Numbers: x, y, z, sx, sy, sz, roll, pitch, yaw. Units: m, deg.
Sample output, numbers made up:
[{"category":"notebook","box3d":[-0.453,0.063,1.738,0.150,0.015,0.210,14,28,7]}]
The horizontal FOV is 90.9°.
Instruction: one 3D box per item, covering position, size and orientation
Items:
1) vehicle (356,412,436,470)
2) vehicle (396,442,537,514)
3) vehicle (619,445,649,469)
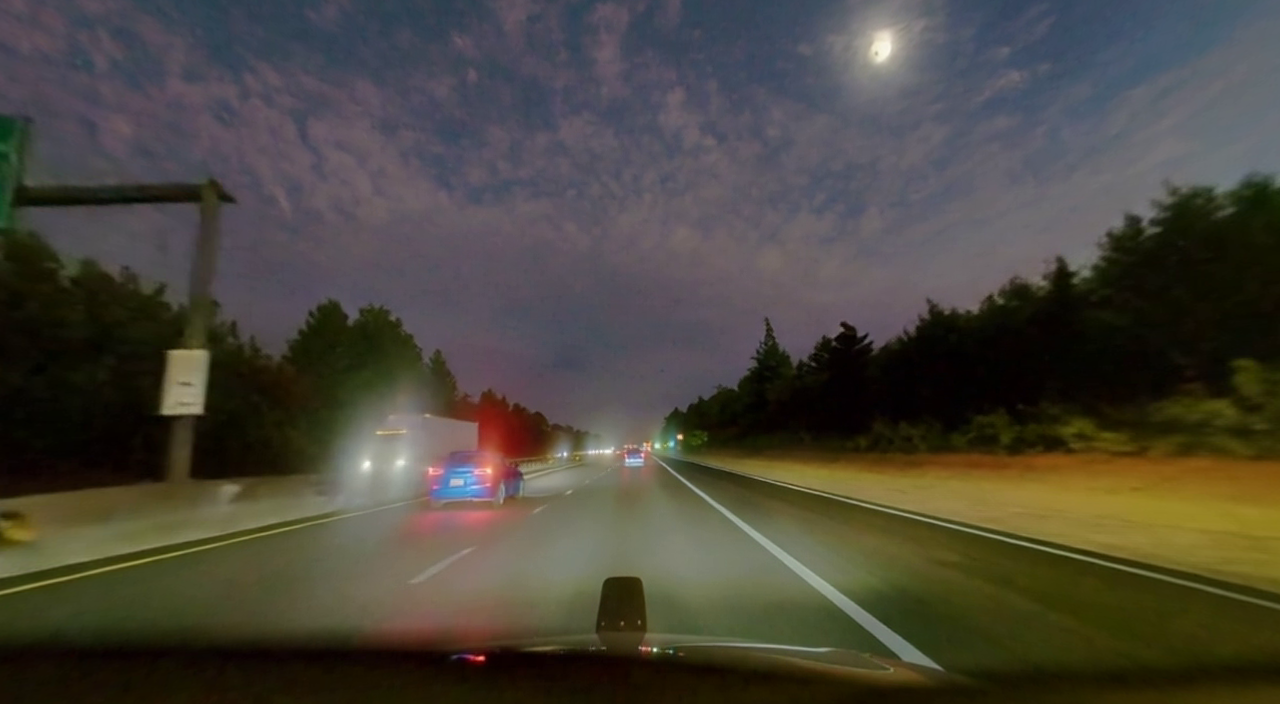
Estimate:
[{"category":"vehicle","box3d":[-16.933,6.283,44.262,3.013,3.781,6.029,0,-8,1]},{"category":"vehicle","box3d":[-4.013,2.992,15.567,2.157,1.483,4.601,0,-9,0]},{"category":"vehicle","box3d":[-0.394,7.297,44.151,2.011,1.590,3.607,0,-9,1]}]
